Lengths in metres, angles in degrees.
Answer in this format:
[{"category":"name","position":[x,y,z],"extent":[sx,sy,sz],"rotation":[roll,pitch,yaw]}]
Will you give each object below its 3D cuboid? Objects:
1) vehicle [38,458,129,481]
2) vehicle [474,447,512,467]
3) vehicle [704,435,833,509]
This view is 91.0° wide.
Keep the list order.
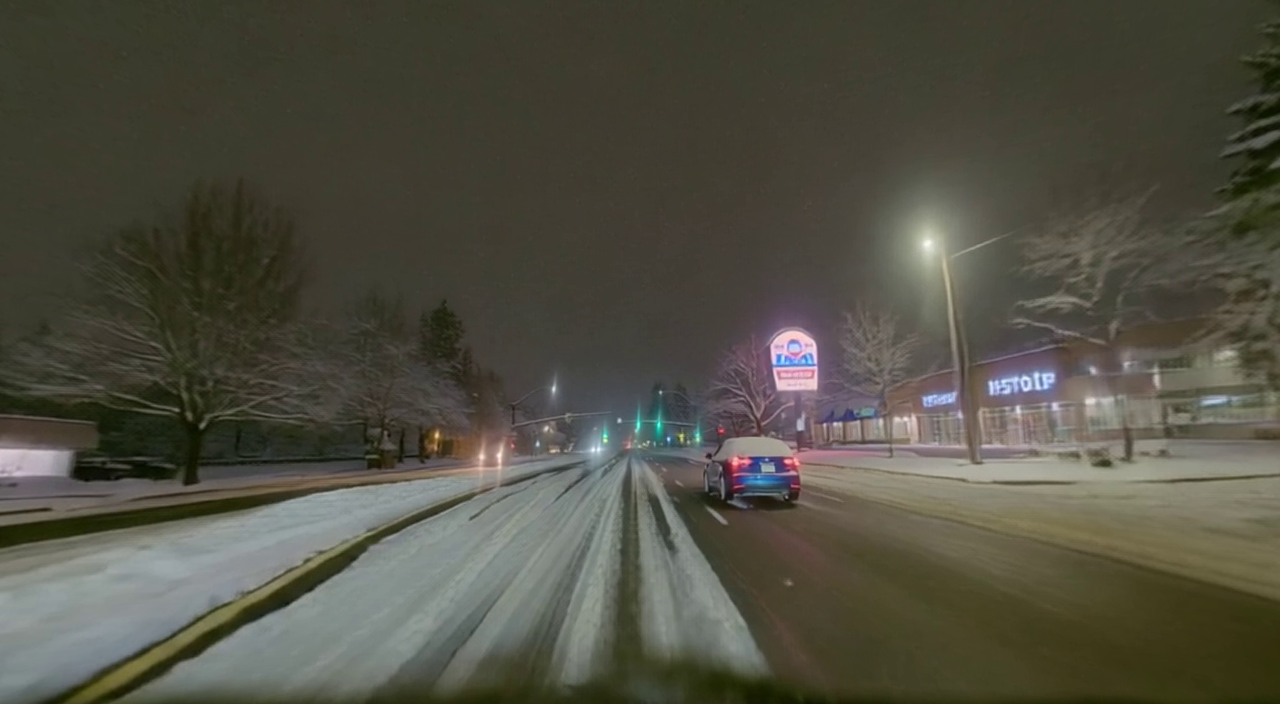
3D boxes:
[{"category":"vehicle","position":[-41.080,8.652,46.525],"extent":[4.663,1.593,1.913],"rotation":[1,-9,-4]},{"category":"vehicle","position":[-11.536,8.260,49.704],"extent":[1.944,1.512,4.278],"rotation":[0,-8,1]},{"category":"vehicle","position":[2.820,2.751,14.930],"extent":[2.015,1.479,4.444],"rotation":[0,-8,-1]}]
